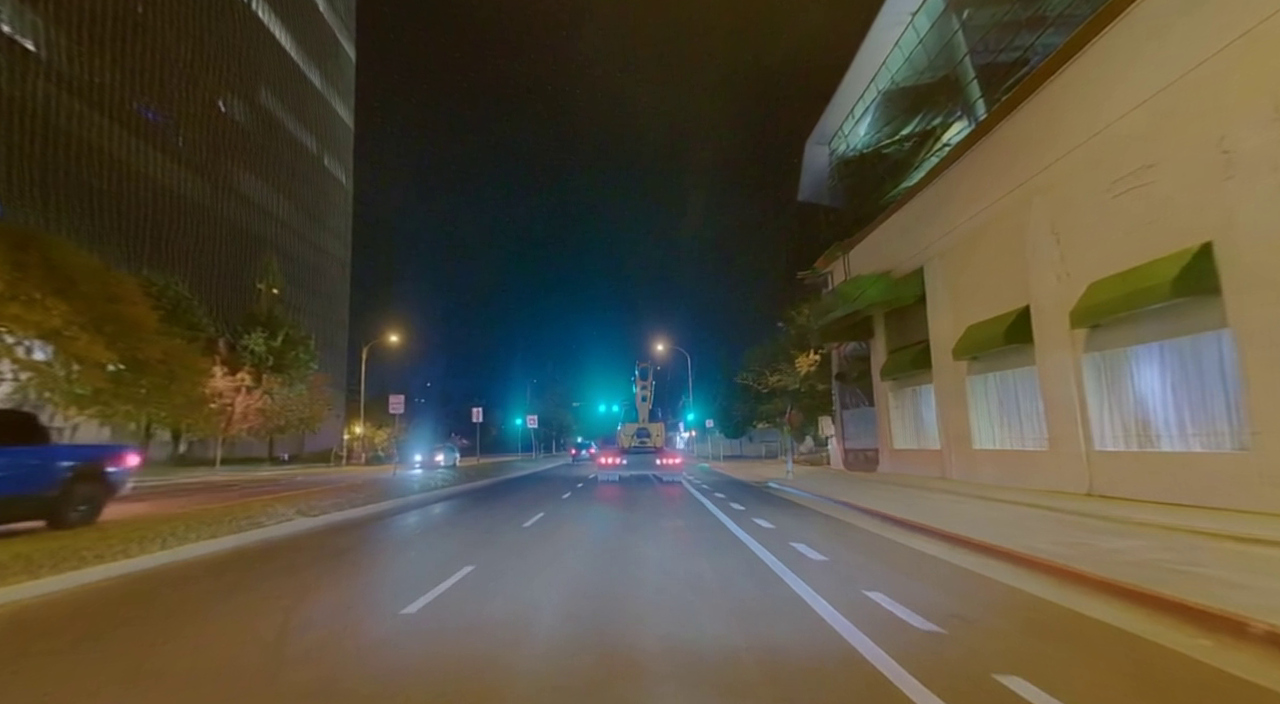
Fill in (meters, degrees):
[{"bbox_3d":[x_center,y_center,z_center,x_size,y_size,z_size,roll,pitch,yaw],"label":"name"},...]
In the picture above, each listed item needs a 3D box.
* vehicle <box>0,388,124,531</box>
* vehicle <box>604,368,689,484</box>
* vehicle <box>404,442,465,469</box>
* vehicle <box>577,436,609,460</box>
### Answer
[{"bbox_3d":[-12.225,1.788,10.433,2.404,2.444,5.799,0,-9,-1],"label":"vehicle"},{"bbox_3d":[0.198,3.034,24.545,2.552,3.461,11.044,-1,-8,0],"label":"vehicle"},{"bbox_3d":[-12.094,6.117,37.451,1.941,1.520,4.864,0,-9,0],"label":"vehicle"},{"bbox_3d":[-3.472,7.251,47.553,2.081,1.688,4.235,0,-9,0],"label":"vehicle"}]
